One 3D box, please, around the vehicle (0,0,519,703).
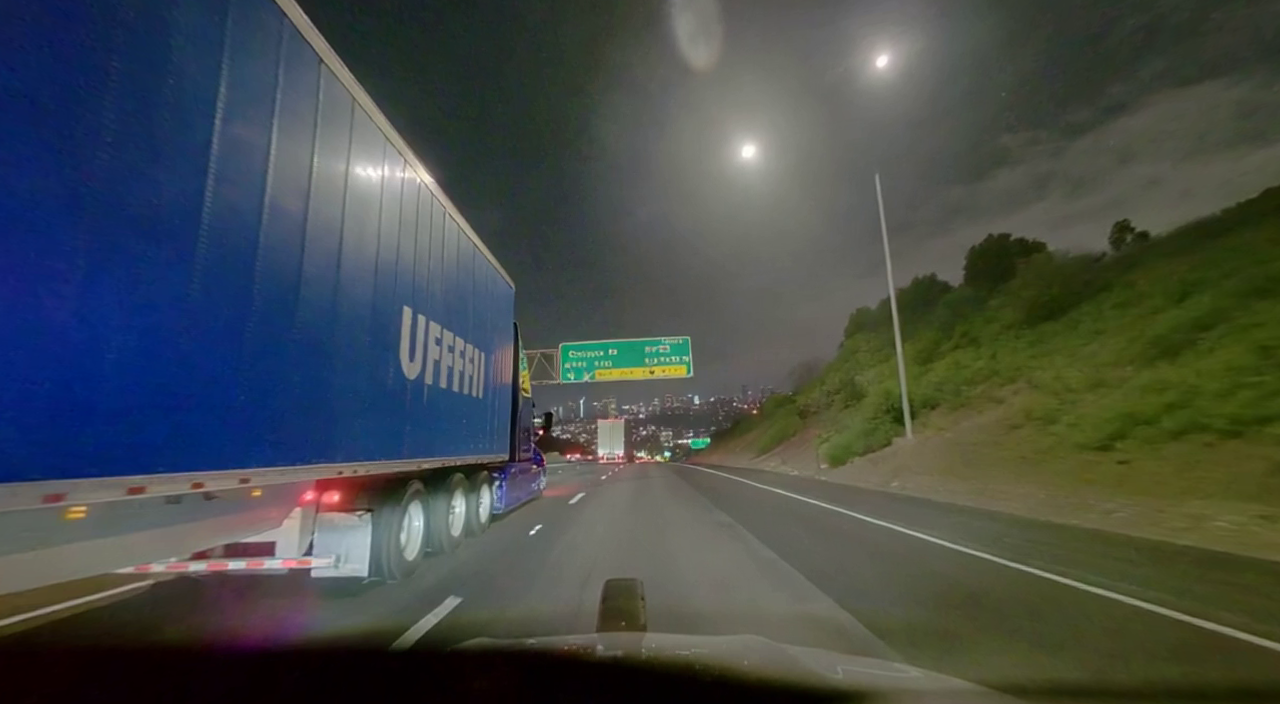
[{"bbox_3d":[-3.477,-0.042,3.283,2.963,4.128,13.357,0,-8,0],"label":"vehicle"}]
